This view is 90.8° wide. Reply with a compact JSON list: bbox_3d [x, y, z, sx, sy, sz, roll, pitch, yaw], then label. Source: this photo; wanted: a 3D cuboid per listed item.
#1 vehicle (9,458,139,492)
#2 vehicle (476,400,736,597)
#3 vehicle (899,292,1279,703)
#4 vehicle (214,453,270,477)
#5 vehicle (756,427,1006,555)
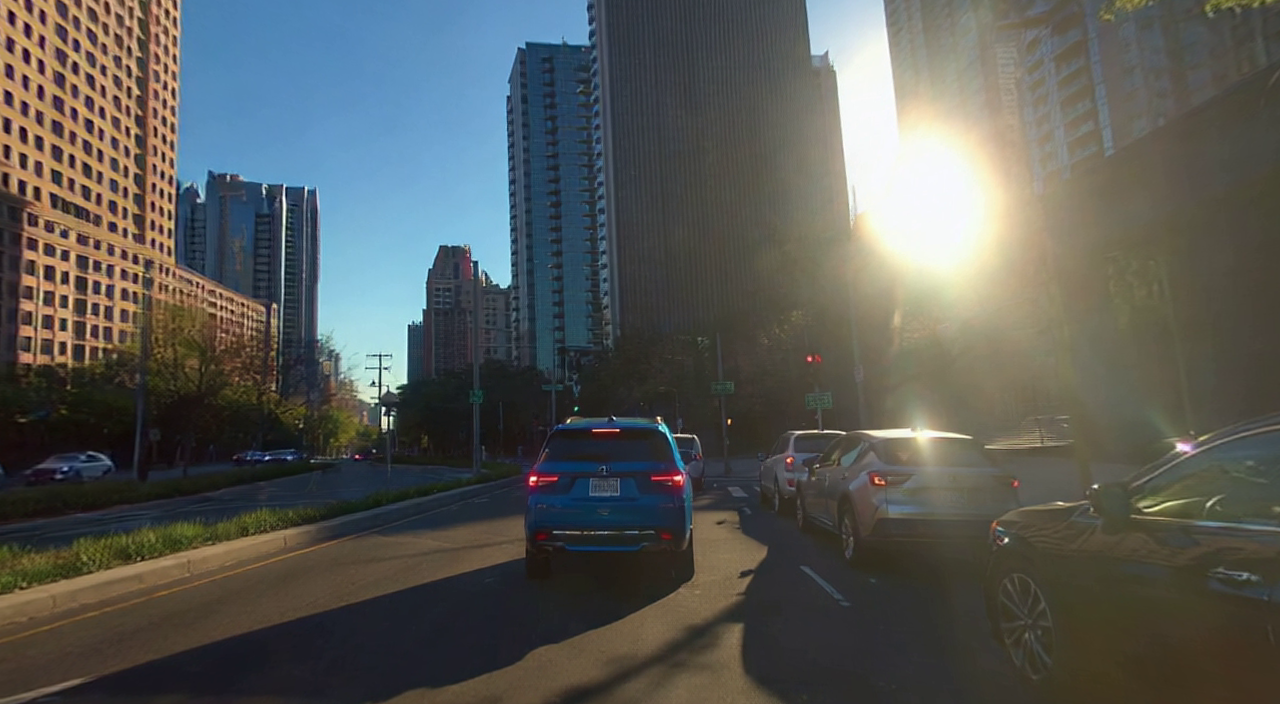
[{"bbox_3d":[-27.536,5.948,30.988,1.967,1.428,4.832,0,-9,-1],"label":"vehicle"},{"bbox_3d":[-0.345,1.581,7.611,2.249,1.684,4.084,0,-9,-2],"label":"vehicle"},{"bbox_3d":[2.993,0.749,2.254,2.063,1.760,4.664,0,-9,-1],"label":"vehicle"},{"bbox_3d":[-26.908,7.629,42.874,1.960,1.459,4.699,2,-9,-17],"label":"vehicle"},{"bbox_3d":[3.270,1.986,9.811,1.941,1.482,4.632,0,-9,-2],"label":"vehicle"}]
